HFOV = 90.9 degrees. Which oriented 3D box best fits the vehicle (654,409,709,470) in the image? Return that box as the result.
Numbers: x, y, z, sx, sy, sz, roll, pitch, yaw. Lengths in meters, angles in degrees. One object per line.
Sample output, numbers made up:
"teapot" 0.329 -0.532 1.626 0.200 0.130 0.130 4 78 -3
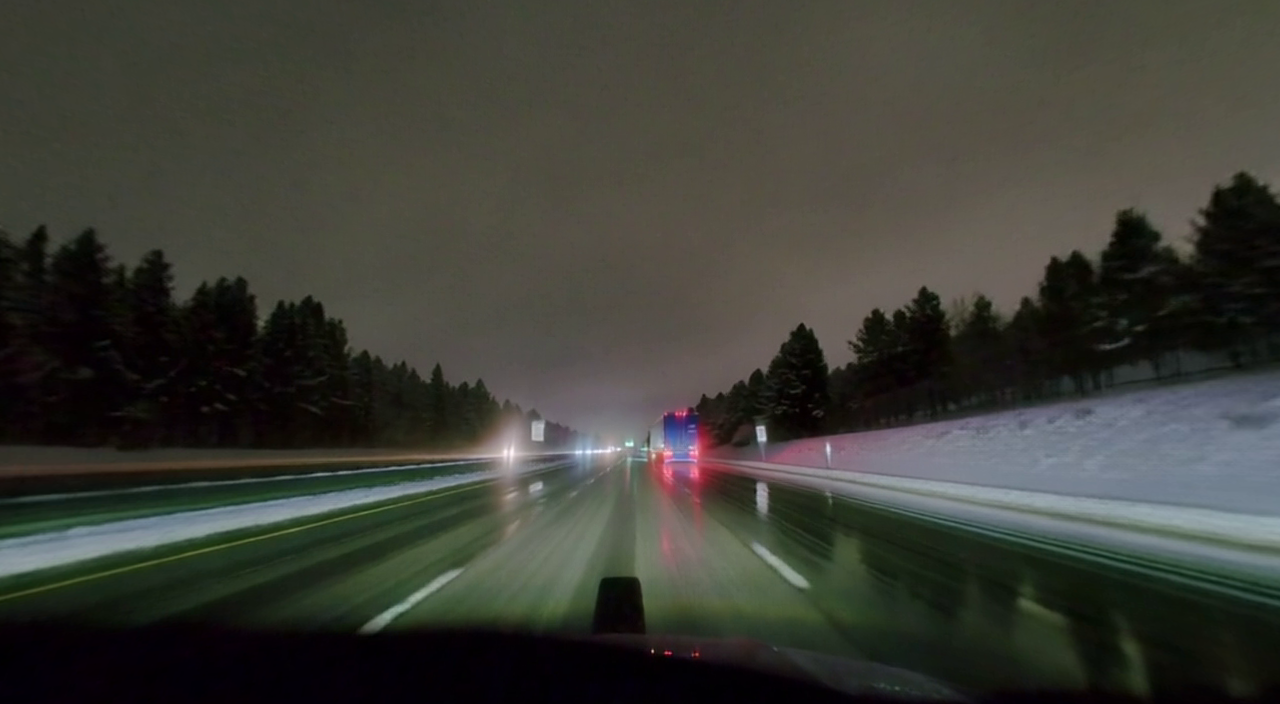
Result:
"vehicle" 2.983 6.992 49.579 3.279 4.165 13.149 0 -9 -1
